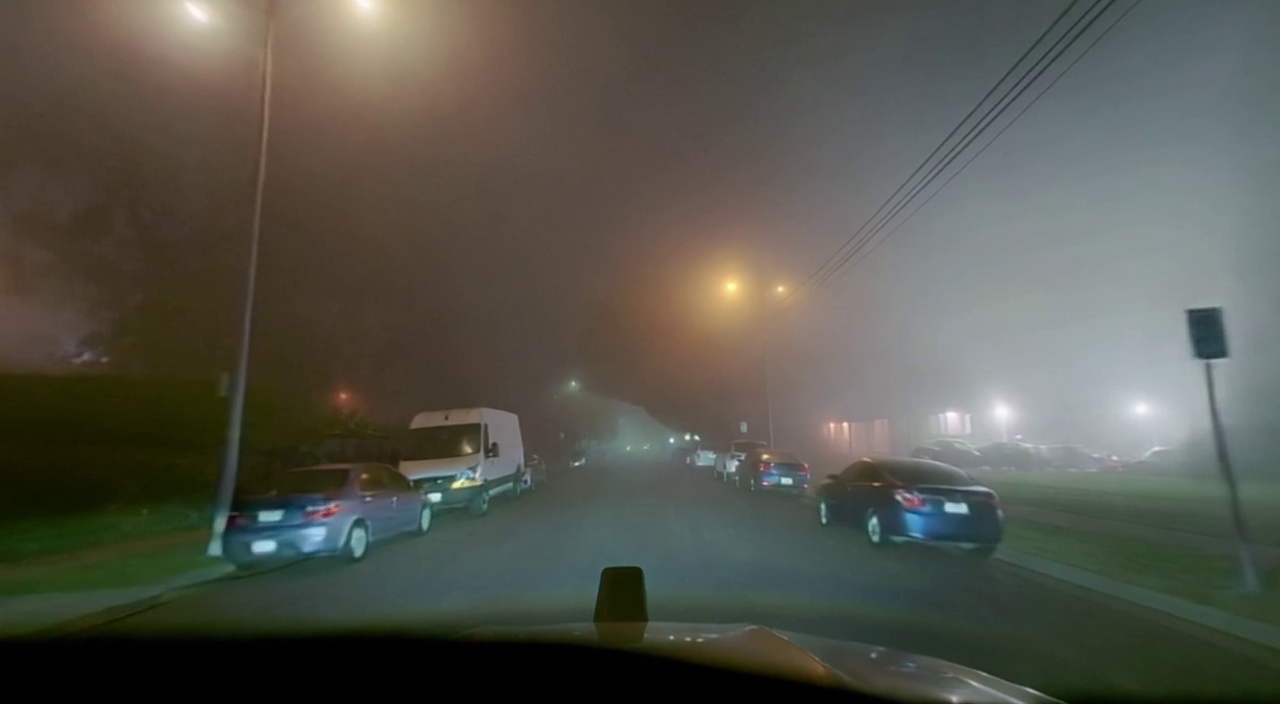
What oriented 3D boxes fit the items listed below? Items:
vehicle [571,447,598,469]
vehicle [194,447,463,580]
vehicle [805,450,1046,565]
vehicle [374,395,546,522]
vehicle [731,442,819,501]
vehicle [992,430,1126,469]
[{"bbox_3d":[-4.282,8.261,49.046,1.870,1.562,4.212,0,-8,-1],"label":"vehicle"},{"bbox_3d":[-4.779,2.489,10.701,2.023,1.568,4.942,-3,-8,1],"label":"vehicle"},{"bbox_3d":[4.164,2.300,10.084,1.846,1.351,4.272,2,-9,-1],"label":"vehicle"},{"bbox_3d":[-4.421,2.753,16.713,2.470,2.613,5.989,-4,-9,4],"label":"vehicle"},{"bbox_3d":[4.111,3.682,19.831,1.839,1.520,4.498,3,-9,1],"label":"vehicle"},{"bbox_3d":[21.981,5.111,33.159,5.271,1.913,2.466,0,-8,1],"label":"vehicle"}]
